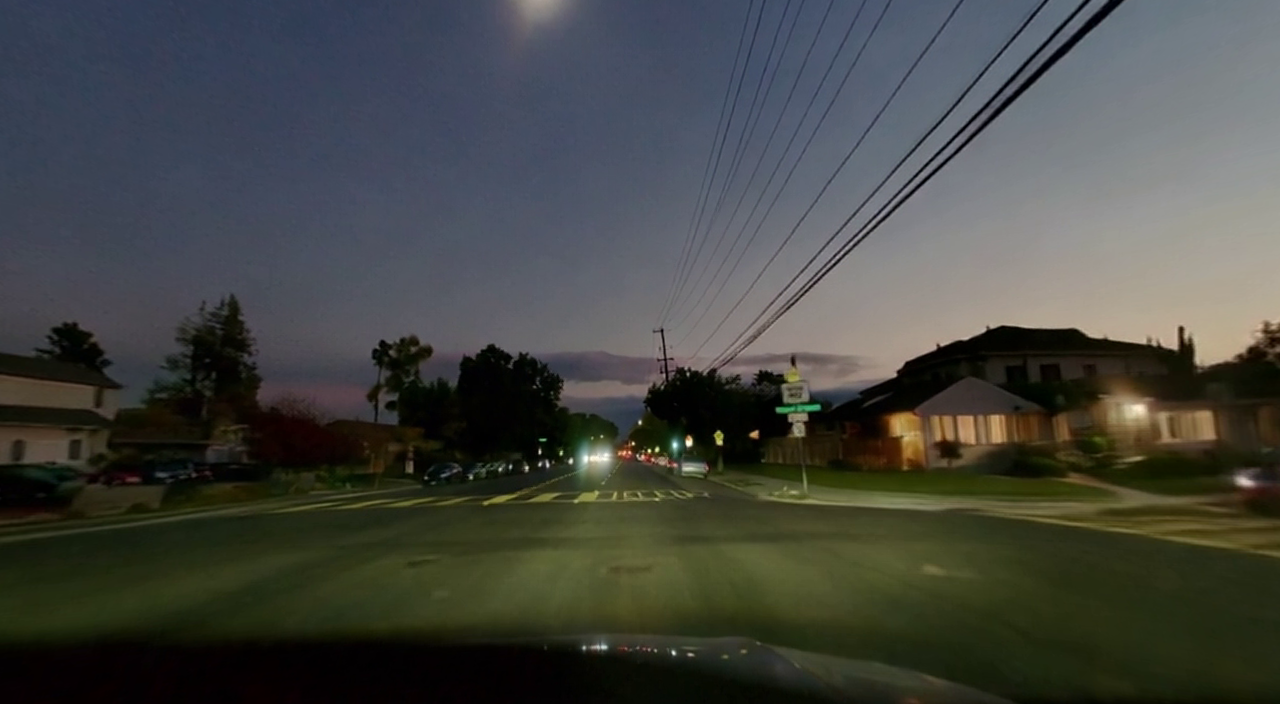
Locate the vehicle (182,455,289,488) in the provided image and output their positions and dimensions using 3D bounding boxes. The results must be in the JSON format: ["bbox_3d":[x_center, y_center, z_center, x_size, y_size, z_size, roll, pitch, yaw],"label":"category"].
[{"bbox_3d":[-22.629,6.680,35.485,4.612,1.736,1.951,0,-9,-1],"label":"vehicle"}]

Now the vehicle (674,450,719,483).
[{"bbox_3d":[3.197,6.577,36.622,2.045,1.746,4.564,0,-9,-1],"label":"vehicle"}]

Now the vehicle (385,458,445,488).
[{"bbox_3d":[-14.225,7.647,40.208,1.913,1.745,4.992,0,-9,1],"label":"vehicle"}]

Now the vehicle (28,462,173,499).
[{"bbox_3d":[-22.764,5.426,26.789,4.344,1.471,1.813,0,-9,-3],"label":"vehicle"}]
